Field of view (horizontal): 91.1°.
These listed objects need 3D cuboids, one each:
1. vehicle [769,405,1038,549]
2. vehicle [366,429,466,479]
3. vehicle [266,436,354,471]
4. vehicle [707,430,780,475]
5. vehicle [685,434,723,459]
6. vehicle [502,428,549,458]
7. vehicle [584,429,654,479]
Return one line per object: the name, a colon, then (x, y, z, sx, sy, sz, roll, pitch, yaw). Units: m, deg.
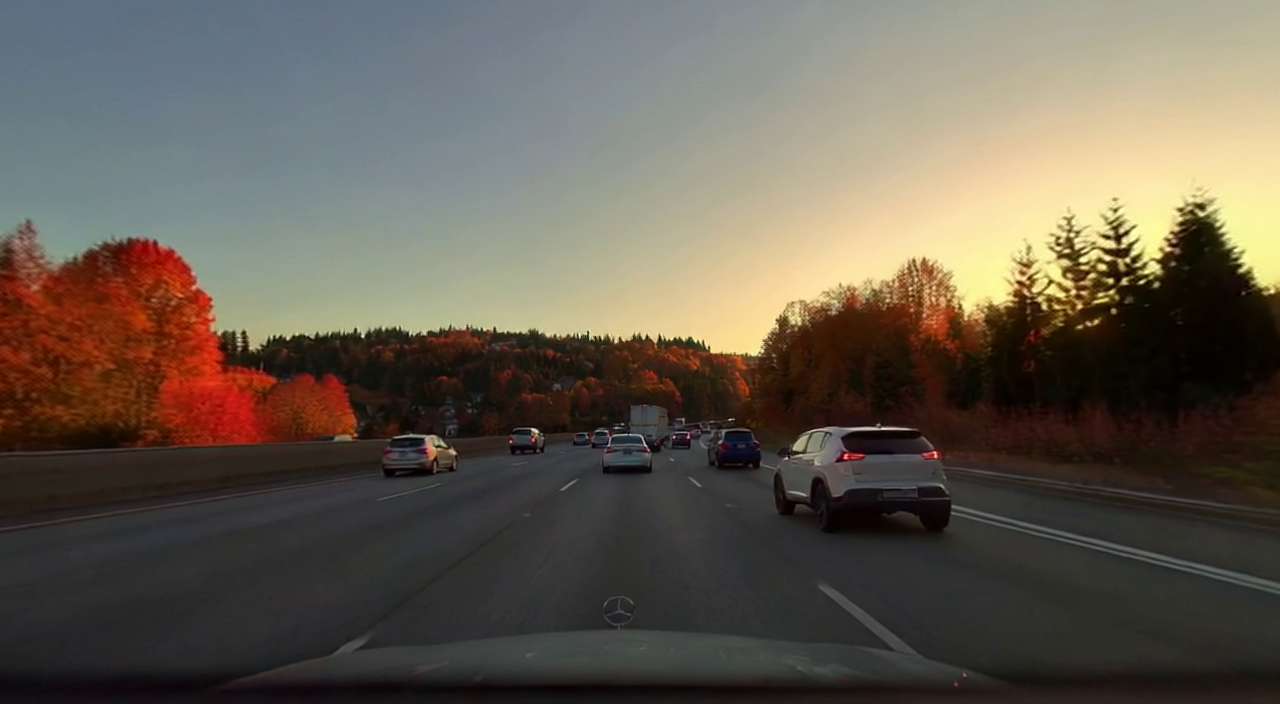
vehicle: (3.504, 1.736, 9.497, 2.095, 1.650, 4.331, 0, -8, -1)
vehicle: (-7.597, 3.473, 21.736, 1.934, 1.526, 3.966, 0, -8, 1)
vehicle: (-15.392, 4.713, 29.601, 1.875, 1.509, 4.135, 0, -8, 0)
vehicle: (3.782, 3.727, 23.734, 1.972, 1.516, 4.514, 0, -8, 0)
vehicle: (3.971, 5.915, 39.508, 1.909, 1.442, 4.184, 0, -8, 0)
vehicle: (-7.384, 5.929, 41.078, 2.117, 1.779, 4.745, 0, -8, 1)
vehicle: (-0.686, 3.387, 21.207, 2.111, 1.494, 4.364, 0, -8, -1)
